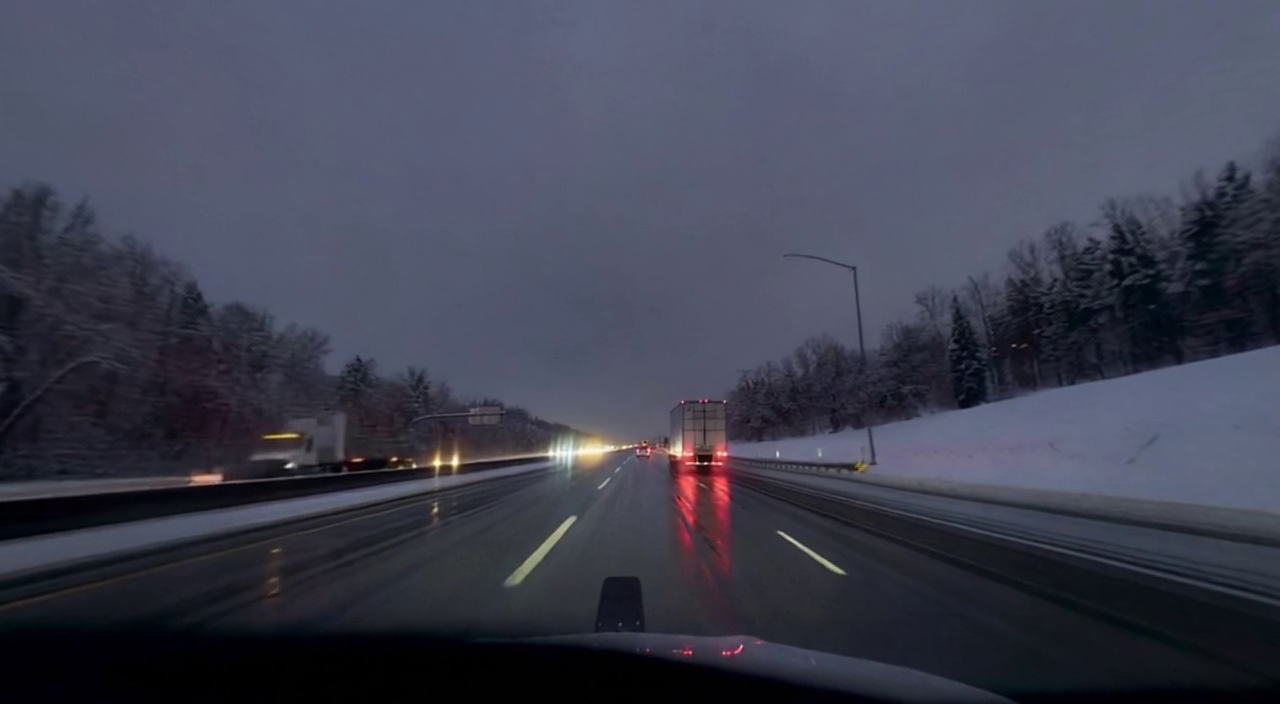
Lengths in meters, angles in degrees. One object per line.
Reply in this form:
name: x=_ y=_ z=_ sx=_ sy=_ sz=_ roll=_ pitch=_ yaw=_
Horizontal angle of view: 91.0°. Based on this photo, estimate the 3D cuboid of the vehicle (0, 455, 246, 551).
vehicle: x=-10.360 y=2.829 z=12.585 sx=1.933 sy=1.504 sz=4.606 roll=0 pitch=-9 yaw=1

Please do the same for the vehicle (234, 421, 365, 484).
vehicle: x=-21.546 y=6.493 z=40.771 sx=2.969 sy=3.586 sz=9.558 roll=0 pitch=-9 yaw=1

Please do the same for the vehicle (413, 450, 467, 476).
vehicle: x=-13.814 y=7.683 z=43.885 sx=2.171 sy=1.691 sz=4.552 roll=0 pitch=-9 yaw=1

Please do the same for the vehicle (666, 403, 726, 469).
vehicle: x=3.880 y=6.547 z=47.937 sx=3.028 sy=4.181 sz=15.972 roll=0 pitch=-9 yaw=0
